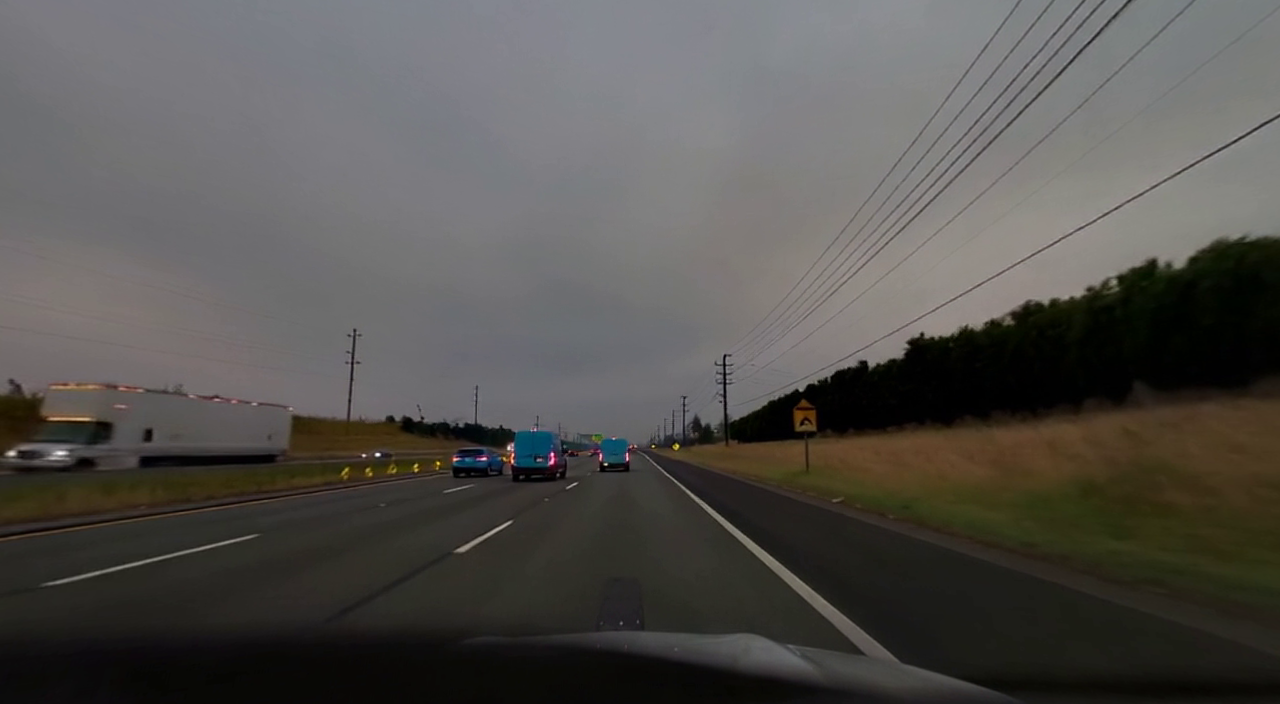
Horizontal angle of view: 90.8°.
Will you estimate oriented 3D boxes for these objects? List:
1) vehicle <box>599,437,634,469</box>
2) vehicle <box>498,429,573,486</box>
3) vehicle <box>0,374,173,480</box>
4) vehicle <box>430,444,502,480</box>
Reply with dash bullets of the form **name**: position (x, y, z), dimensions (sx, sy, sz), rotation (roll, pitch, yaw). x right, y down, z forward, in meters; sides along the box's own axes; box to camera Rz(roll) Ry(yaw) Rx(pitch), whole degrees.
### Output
- **vehicle**: position (-1.583, 6.874, 42.842), dimensions (2.197, 2.011, 5.130), rotation (0, -9, -2)
- **vehicle**: position (-3.995, 4.143, 25.054), dimensions (2.145, 2.010, 4.980), rotation (0, -9, 0)
- **vehicle**: position (-23.483, 3.246, 26.535), dimensions (3.020, 3.938, 5.806), rotation (0, -9, -1)
- **vehicle**: position (-7.979, 5.083, 29.404), dimensions (1.975, 1.540, 4.759), rotation (0, -9, 0)
